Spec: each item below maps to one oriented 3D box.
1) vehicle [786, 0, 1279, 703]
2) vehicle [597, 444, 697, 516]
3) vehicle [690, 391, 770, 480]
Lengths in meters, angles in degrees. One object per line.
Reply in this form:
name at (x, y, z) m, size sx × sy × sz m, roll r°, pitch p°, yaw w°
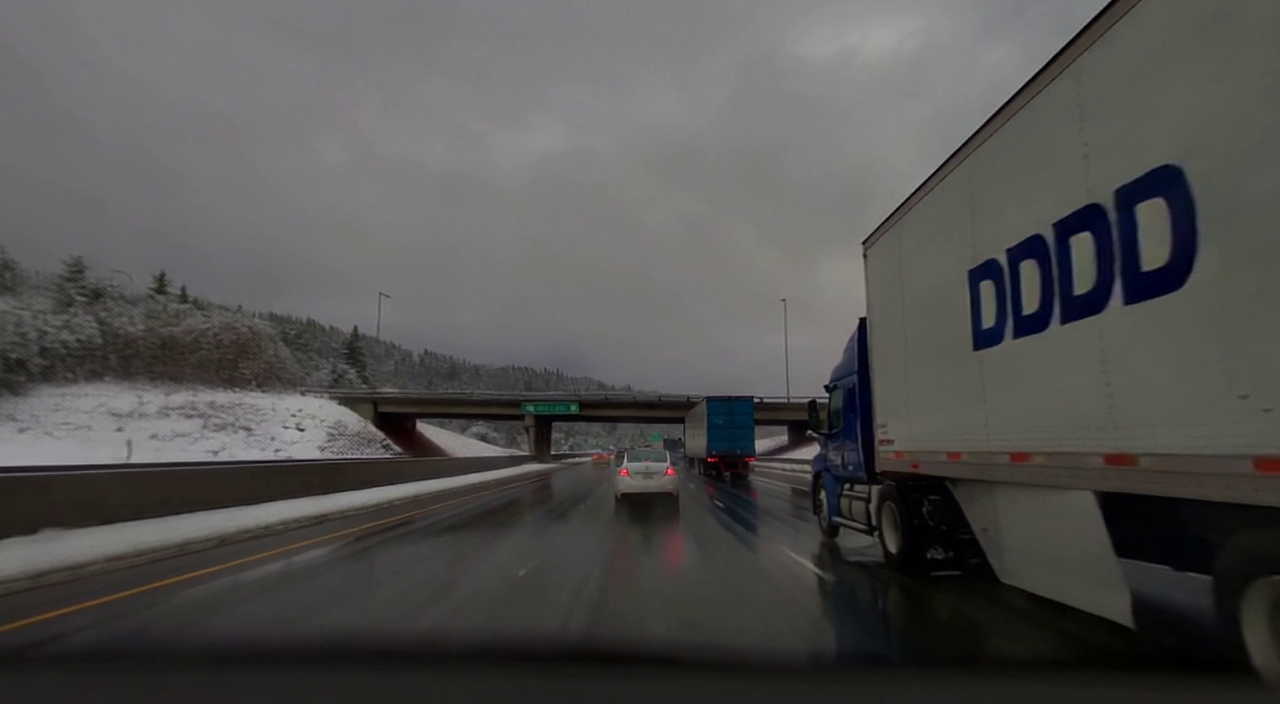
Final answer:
vehicle at (4.133, 0.327, 6.005) m, size 2.884 × 3.930 × 10.206 m, roll 0°, pitch -9°, yaw -1°
vehicle at (0.143, 2.917, 14.828) m, size 2.029 × 1.437 × 3.794 m, roll 0°, pitch -9°, yaw 0°
vehicle at (4.431, 4.446, 33.010) m, size 2.801 × 4.039 × 8.684 m, roll 0°, pitch -9°, yaw 0°
